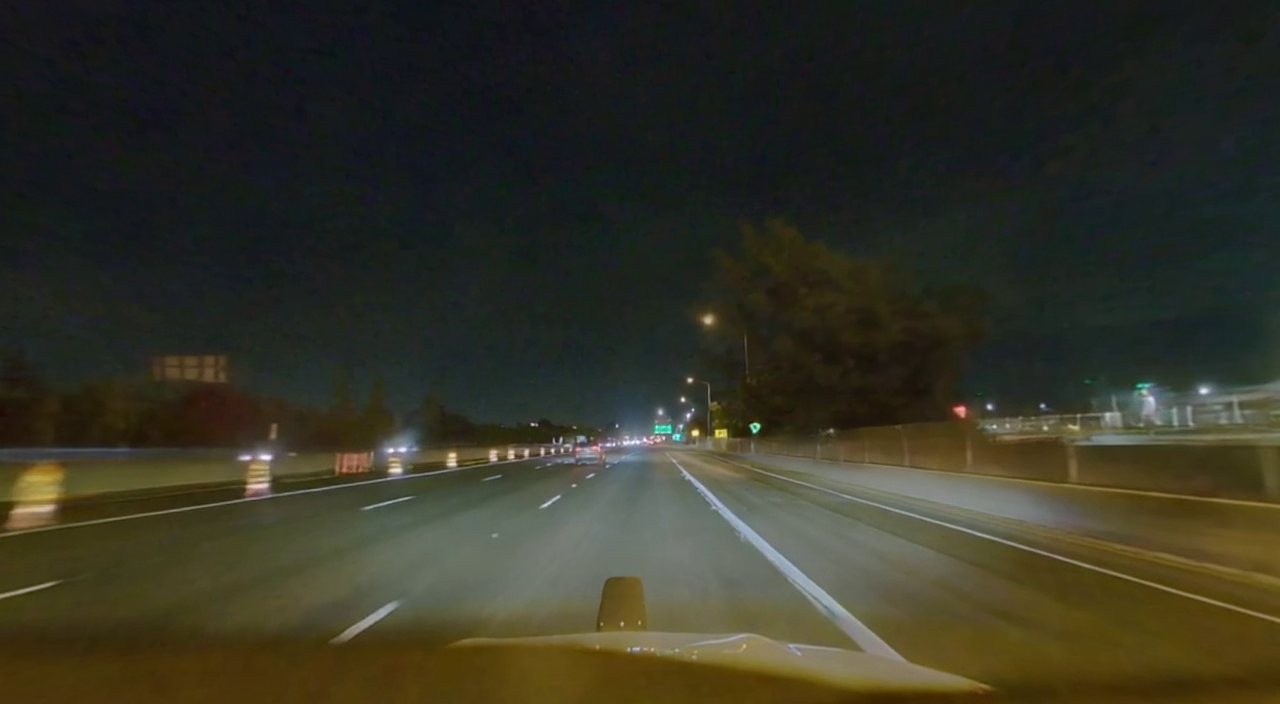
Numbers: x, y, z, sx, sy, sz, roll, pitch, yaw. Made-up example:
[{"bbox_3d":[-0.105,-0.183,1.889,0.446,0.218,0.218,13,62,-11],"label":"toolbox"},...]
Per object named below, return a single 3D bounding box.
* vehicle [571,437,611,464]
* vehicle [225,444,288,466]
[{"bbox_3d":[-2.989,6.158,39.334,2.078,1.629,4.059,0,-8,1],"label":"vehicle"},{"bbox_3d":[-29.338,7.869,48.191,1.829,1.542,4.544,-1,-8,3],"label":"vehicle"}]
